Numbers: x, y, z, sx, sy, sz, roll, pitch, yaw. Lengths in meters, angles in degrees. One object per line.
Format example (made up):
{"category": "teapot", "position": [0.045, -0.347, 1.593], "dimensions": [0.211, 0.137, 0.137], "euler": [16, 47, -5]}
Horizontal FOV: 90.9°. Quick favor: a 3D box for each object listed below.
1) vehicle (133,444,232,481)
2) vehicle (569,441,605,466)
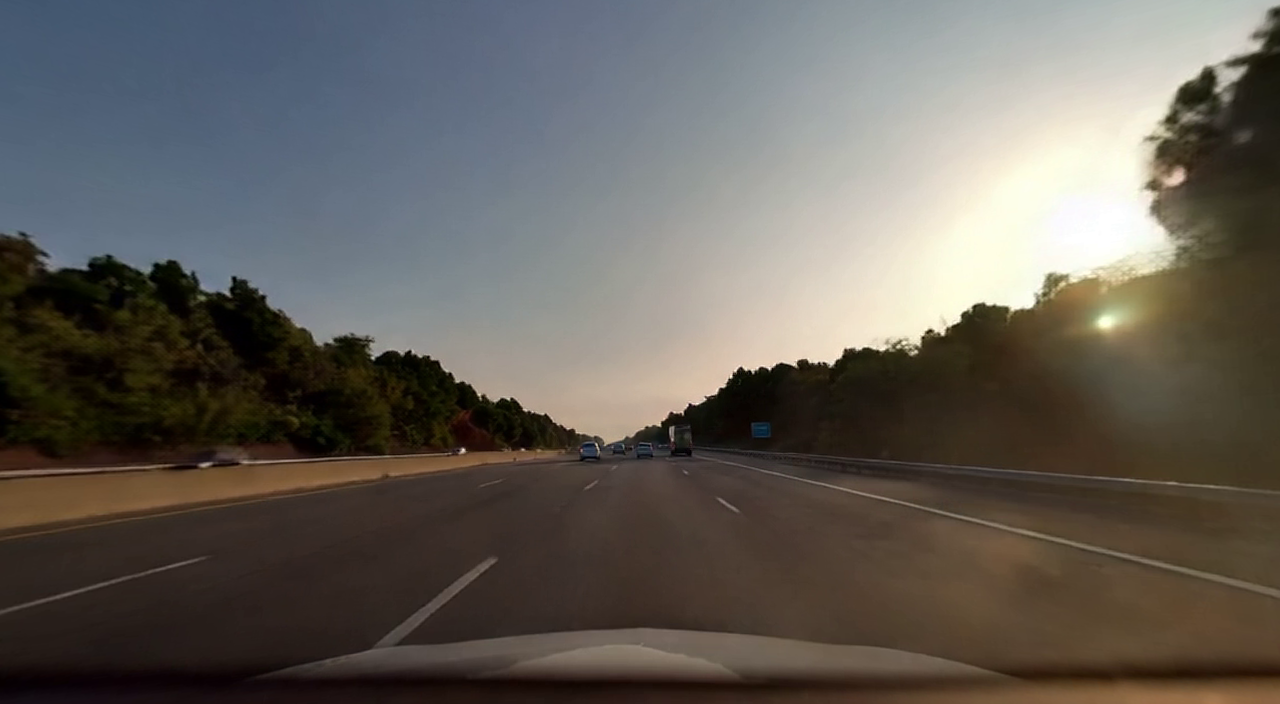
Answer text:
{"category": "vehicle", "position": [-25.224, 6.092, 35.019], "dimensions": [2.031, 1.830, 4.640], "euler": [0, -9, 0]}
{"category": "vehicle", "position": [-3.483, 6.746, 42.037], "dimensions": [2.025, 1.571, 3.662], "euler": [0, -9, 1]}
